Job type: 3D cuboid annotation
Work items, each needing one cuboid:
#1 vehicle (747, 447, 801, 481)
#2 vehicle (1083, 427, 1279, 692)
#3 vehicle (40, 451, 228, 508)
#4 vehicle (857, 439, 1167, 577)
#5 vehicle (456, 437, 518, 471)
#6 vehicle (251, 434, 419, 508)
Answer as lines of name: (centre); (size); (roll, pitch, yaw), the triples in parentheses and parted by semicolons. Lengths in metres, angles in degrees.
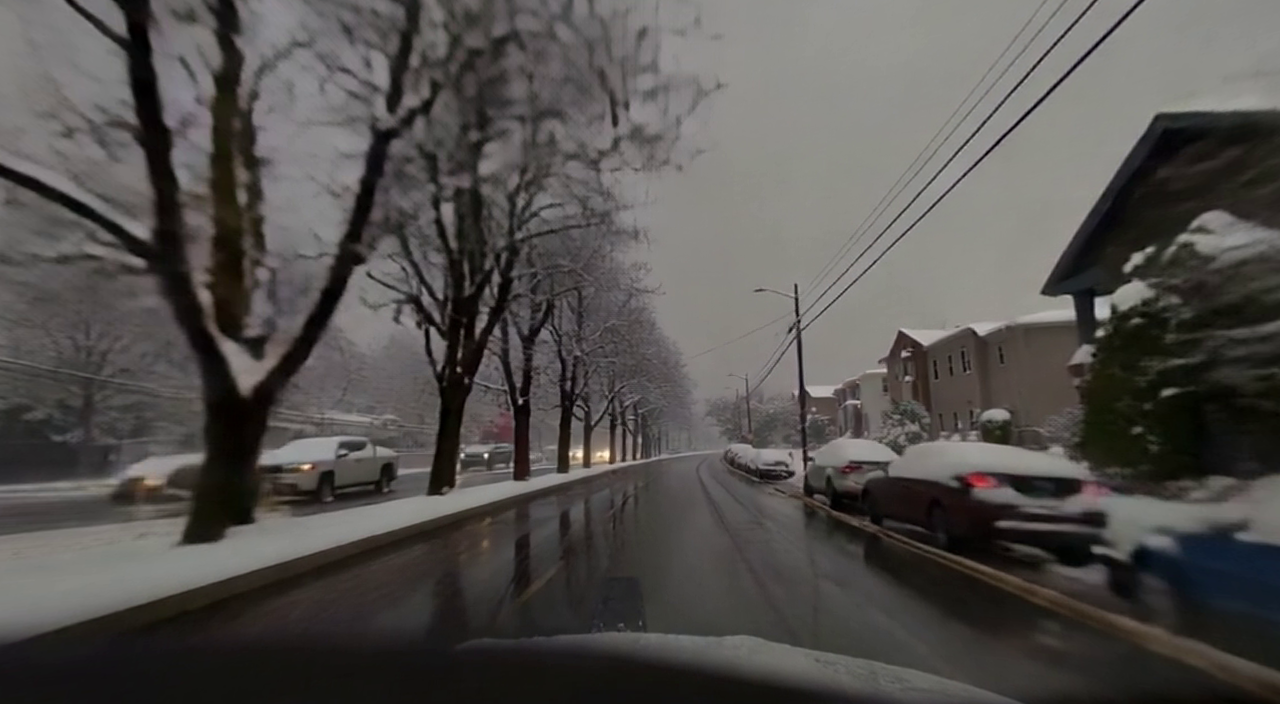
vehicle: (6.096, 5.105, 29.186); (1.833, 1.399, 4.727); (-1, -8, 4)
vehicle: (4.579, 1.043, 2.747); (2.046, 1.473, 4.623); (-1, -8, 2)
vehicle: (-15.368, 3.847, 19.556); (1.909, 1.483, 4.498); (-1, -8, 4)
vehicle: (4.862, 2.044, 9.334); (1.853, 1.457, 4.967); (-1, -8, 4)
vehicle: (-10.511, 7.026, 43.814); (2.469, 2.157, 5.373); (-1, -8, 5)
vehicle: (-7.992, 3.127, 17.230); (2.331, 1.696, 4.861); (0, -8, -3)
